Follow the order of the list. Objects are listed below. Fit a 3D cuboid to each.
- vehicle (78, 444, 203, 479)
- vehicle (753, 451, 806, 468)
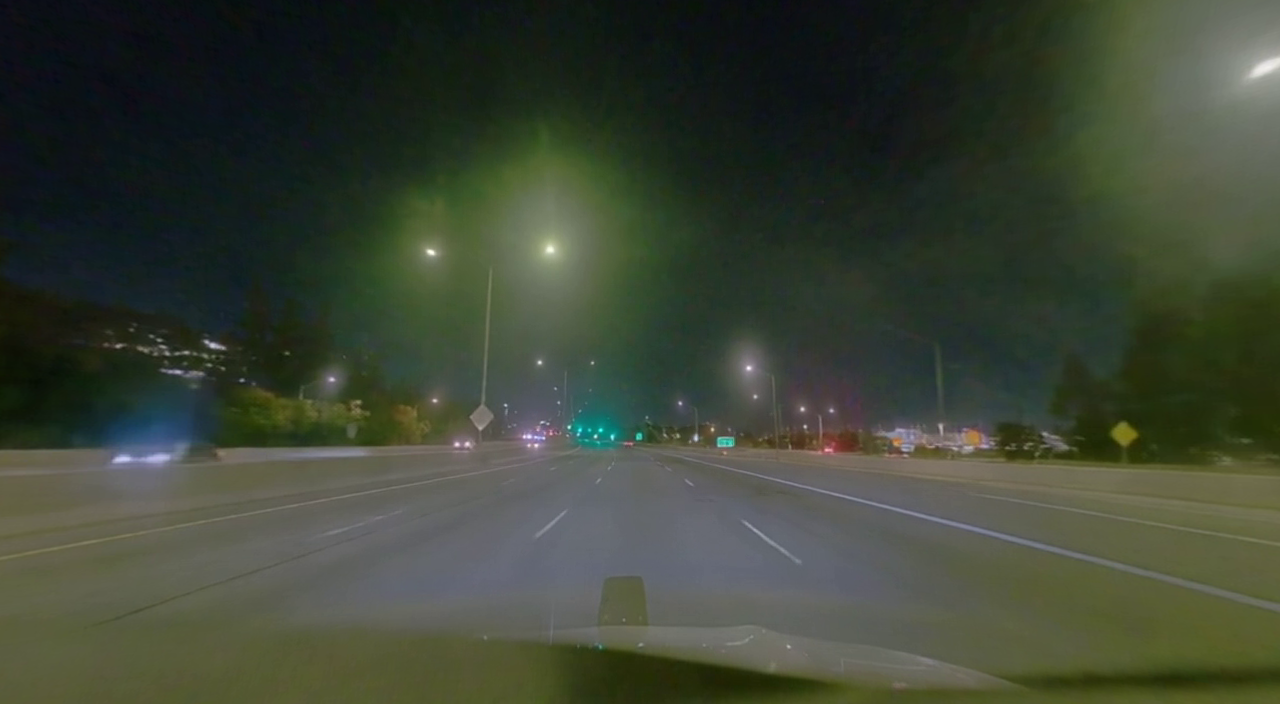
[{"bbox_3d":[-22.501,4.924,28.681,2.025,1.460,4.403,0,-8,0],"label":"vehicle"},{"bbox_3d":[9.087,7.047,41.475,2.635,1.057,4.249,0,-9,1],"label":"vehicle"}]
